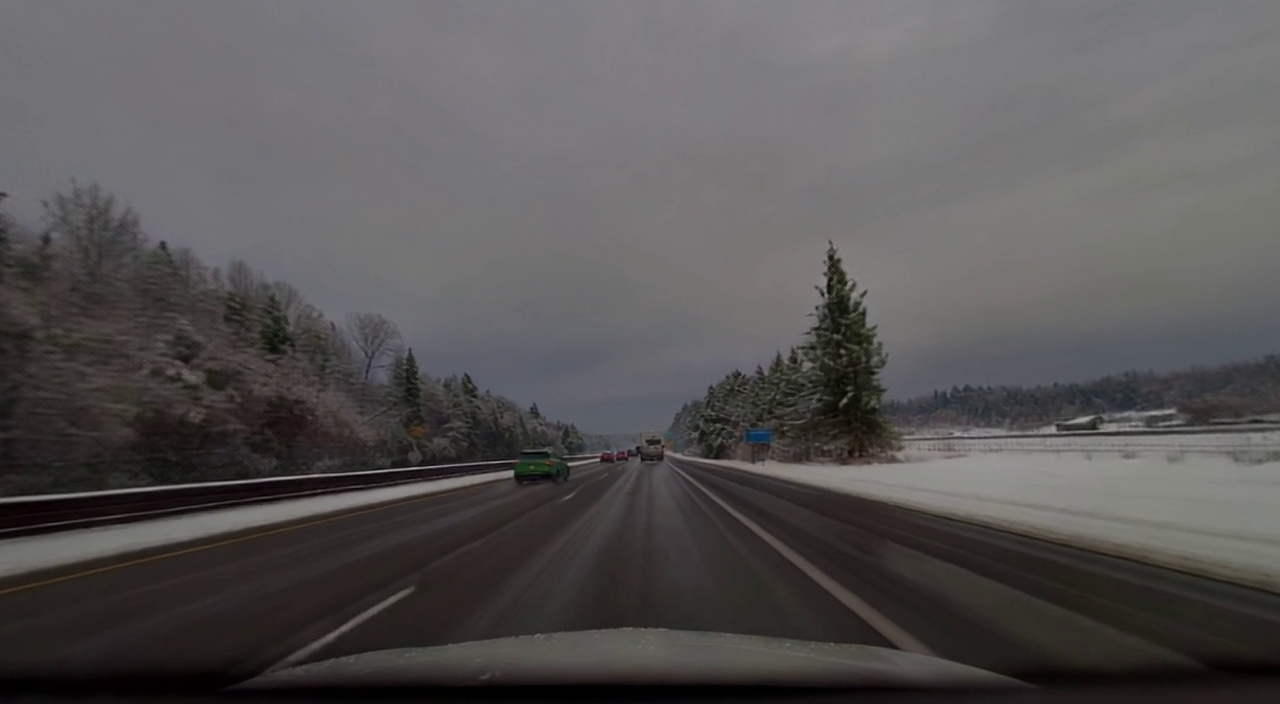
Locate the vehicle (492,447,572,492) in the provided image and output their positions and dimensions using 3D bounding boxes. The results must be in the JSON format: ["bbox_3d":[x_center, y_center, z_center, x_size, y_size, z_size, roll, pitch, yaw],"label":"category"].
[{"bbox_3d":[-3.763,4.173,22.707,1.998,1.460,4.422,0,-9,1],"label":"vehicle"}]

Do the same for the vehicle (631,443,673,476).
[{"bbox_3d":[0.627,5.866,34.439,2.172,1.687,3.929,0,-9,0],"label":"vehicle"}]

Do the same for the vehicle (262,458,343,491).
[{"bbox_3d":[-17.221,6.263,32.405,1.928,1.493,3.915,0,-9,1],"label":"vehicle"}]
